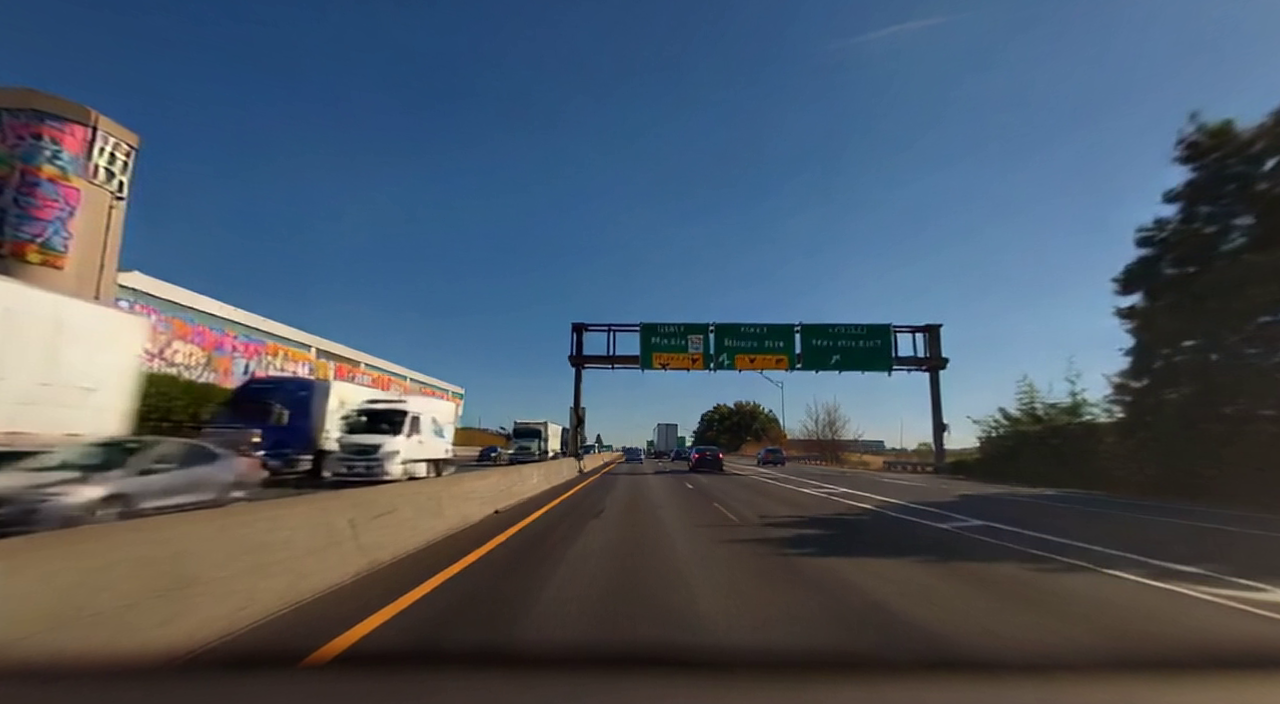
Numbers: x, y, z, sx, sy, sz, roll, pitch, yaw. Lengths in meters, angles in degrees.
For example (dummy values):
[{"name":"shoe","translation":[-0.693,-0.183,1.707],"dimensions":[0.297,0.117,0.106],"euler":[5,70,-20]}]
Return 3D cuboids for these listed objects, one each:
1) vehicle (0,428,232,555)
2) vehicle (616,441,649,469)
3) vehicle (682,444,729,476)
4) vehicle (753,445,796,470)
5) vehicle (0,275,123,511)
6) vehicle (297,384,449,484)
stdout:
[{"name":"vehicle","translation":[-8.459,1.922,9.213],"dimensions":[1.907,1.470,4.436],"euler":[0,-9,0]},{"name":"vehicle","translation":[-0.519,7.025,42.899],"dimensions":[2.169,1.753,4.151],"euler":[0,-9,0]},{"name":"vehicle","translation":[3.479,5.818,34.178],"dimensions":[2.045,1.605,4.674],"euler":[0,-9,-1]},{"name":"vehicle","translation":[9.326,7.347,43.861],"dimensions":[2.107,1.648,4.324],"euler":[0,-9,1]},{"name":"vehicle","translation":[-12.553,0.007,6.168],"dimensions":[2.905,4.059,14.156],"euler":[0,-9,0]},{"name":"vehicle","translation":[-9.128,2.982,22.446],"dimensions":[2.524,3.023,6.674],"euler":[0,-9,-1]}]
